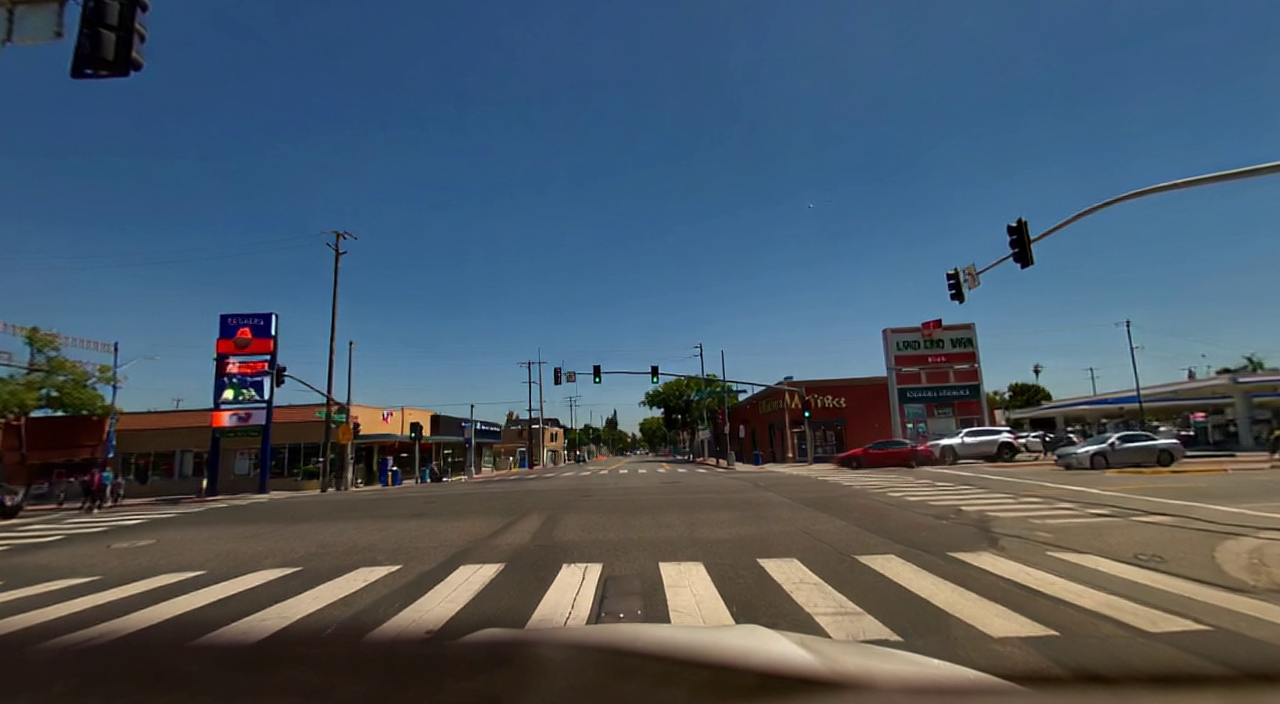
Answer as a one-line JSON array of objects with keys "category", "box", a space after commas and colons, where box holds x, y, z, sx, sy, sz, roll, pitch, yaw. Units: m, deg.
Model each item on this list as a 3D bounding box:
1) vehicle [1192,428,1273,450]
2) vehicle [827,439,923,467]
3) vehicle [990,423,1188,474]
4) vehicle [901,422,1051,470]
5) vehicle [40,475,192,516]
[{"category": "vehicle", "box": [42.068, 6.192, 44.868, 4.347, 1.446, 1.777, 1, -9, -10]}, {"category": "vehicle", "box": [12.921, 5.542, 34.726, 4.728, 1.468, 2.083, -4, -9, 25]}, {"category": "vehicle", "box": [14.372, 3.153, 20.613, 4.835, 1.487, 1.913, -4, -9, 20]}, {"category": "vehicle", "box": [13.028, 3.726, 24.926, 4.916, 1.730, 1.986, -4, -9, 21]}, {"category": "vehicle", "box": [-21.141, 5.794, 25.609, 4.676, 1.463, 1.909, -1, -8, 6]}]
